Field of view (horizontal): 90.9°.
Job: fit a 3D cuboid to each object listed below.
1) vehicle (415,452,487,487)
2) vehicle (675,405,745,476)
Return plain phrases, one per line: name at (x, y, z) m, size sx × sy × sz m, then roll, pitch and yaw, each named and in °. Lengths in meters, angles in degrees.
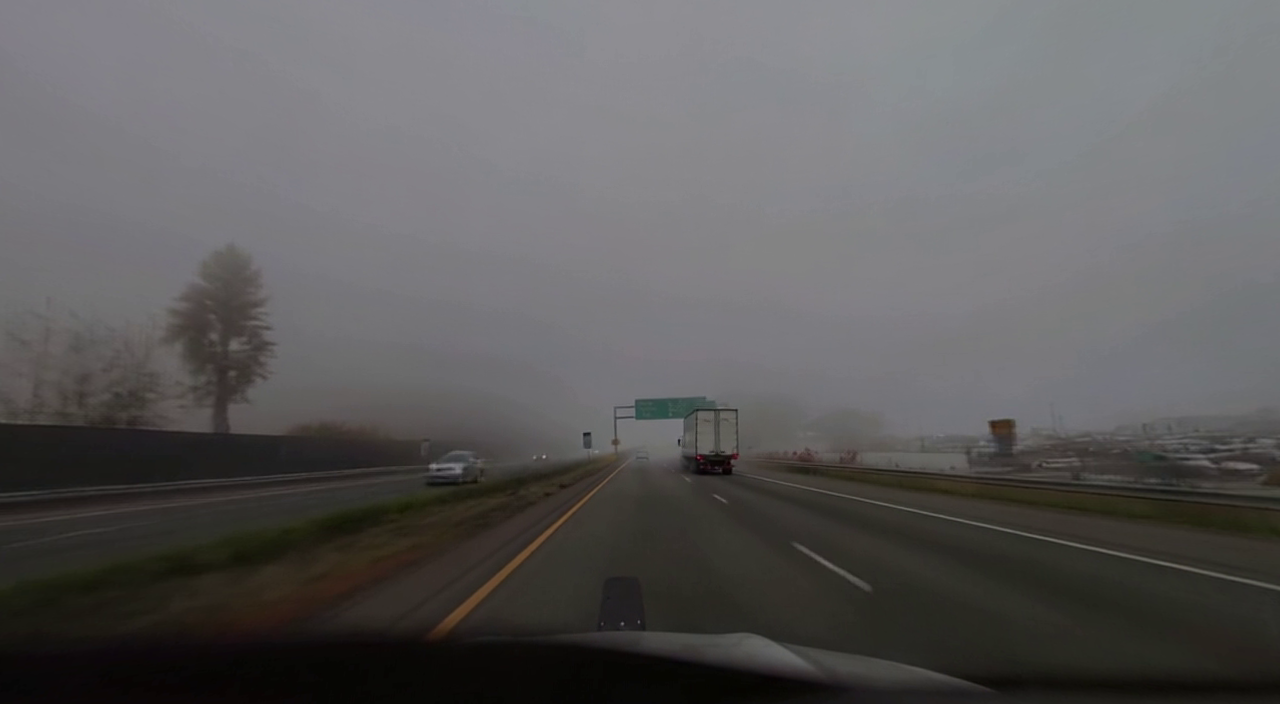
vehicle at (-8.801, 5.477, 29.746) m, size 1.941 × 1.495 × 4.607 m, roll 0°, pitch -9°, yaw 0°
vehicle at (4.399, 6.096, 43.150) m, size 3.038 × 4.047 × 13.741 m, roll 0°, pitch -9°, yaw -1°
